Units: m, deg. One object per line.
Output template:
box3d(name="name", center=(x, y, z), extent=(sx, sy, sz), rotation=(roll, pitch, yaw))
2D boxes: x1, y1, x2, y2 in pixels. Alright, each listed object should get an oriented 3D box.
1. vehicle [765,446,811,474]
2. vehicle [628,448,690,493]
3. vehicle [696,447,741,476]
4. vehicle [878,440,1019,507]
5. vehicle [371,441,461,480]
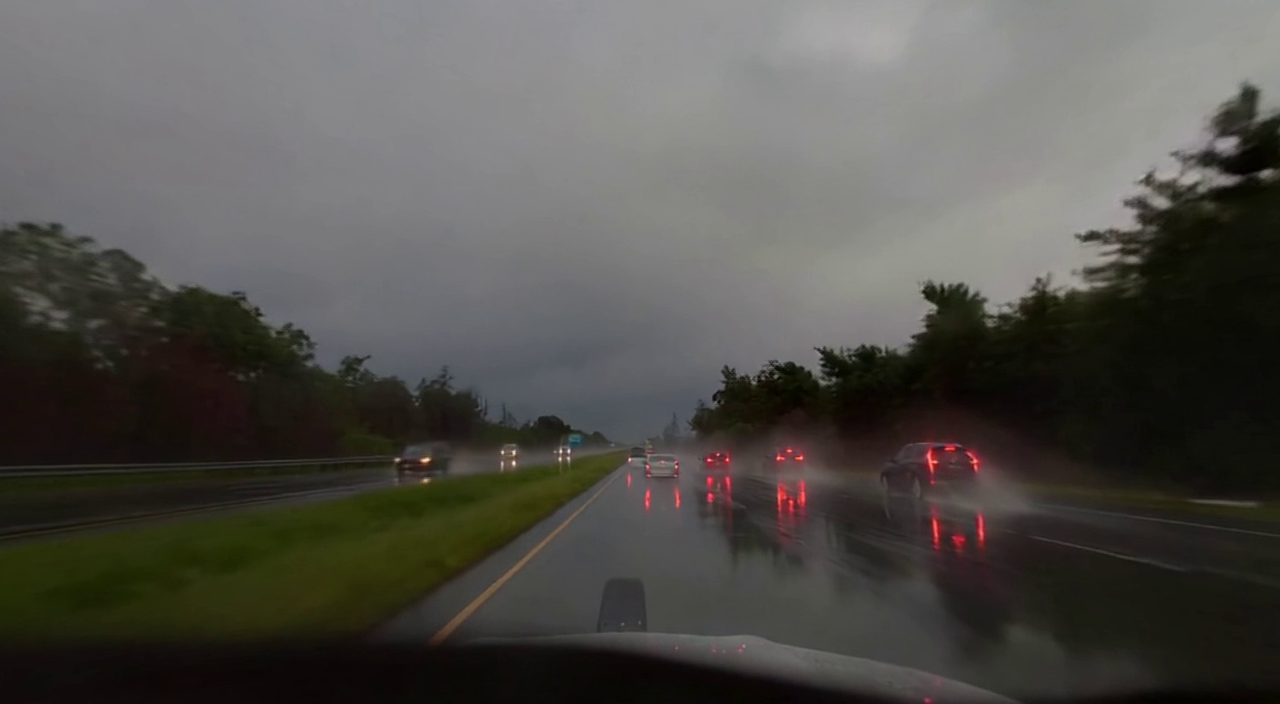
box3d(name="vehicle", center=(9.166, 6.716, 39.291), extent=(1.957, 1.594, 3.632), rotation=(0, -9, -1))
box3d(name="vehicle", center=(0.629, 4.146, 22.362), extent=(2.020, 1.426, 3.702), rotation=(0, -9, 0))
box3d(name="vehicle", center=(4.362, 6.185, 35.664), extent=(1.981, 1.518, 4.029), rotation=(0, -9, -1))
box3d(name="vehicle", center=(8.070, 3.186, 16.925), extent=(1.847, 1.554, 3.752), rotation=(0, -9, 0))
box3d(name="vehicle", center=(-9.197, 4.488, 26.299), extent=(1.990, 1.466, 4.544), rotation=(-1, -9, 2))
